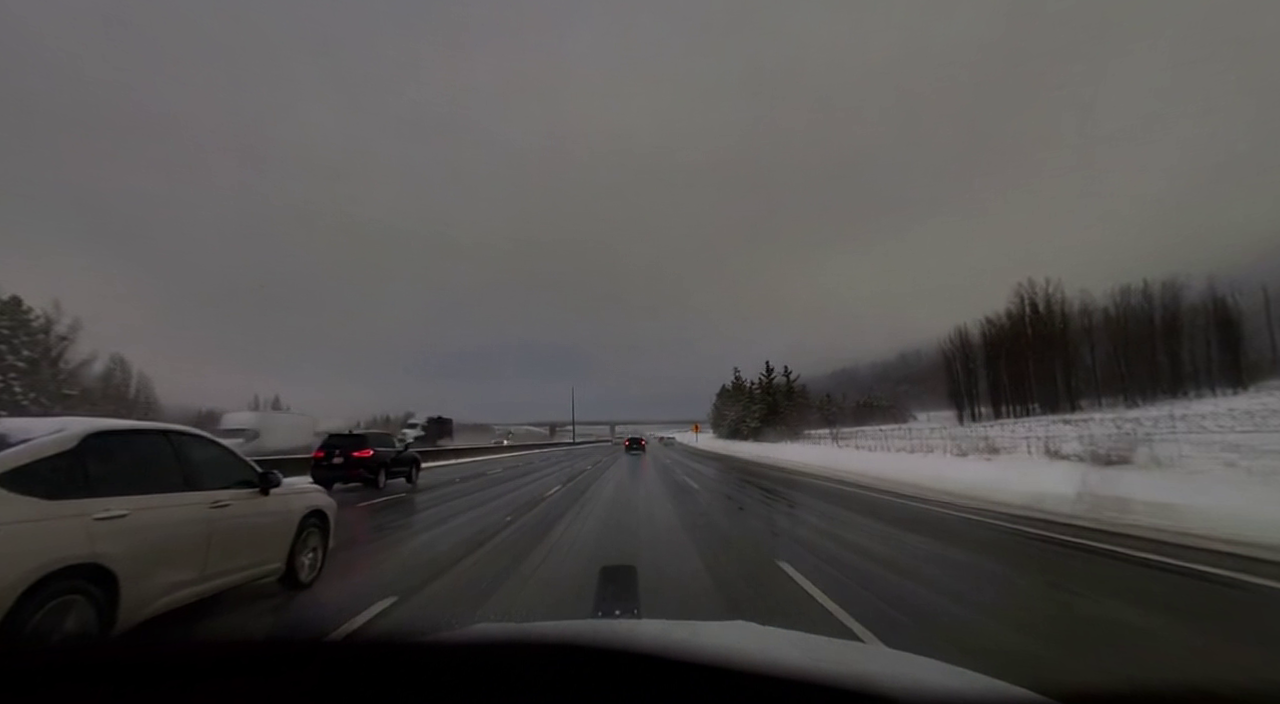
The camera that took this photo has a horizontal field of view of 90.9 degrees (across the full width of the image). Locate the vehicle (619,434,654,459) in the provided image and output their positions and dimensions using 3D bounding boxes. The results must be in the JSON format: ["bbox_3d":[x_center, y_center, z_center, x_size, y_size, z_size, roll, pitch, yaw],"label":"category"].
[{"bbox_3d":[-0.230,5.945,39.751,2.140,1.475,3.969,0,-8,0],"label":"vehicle"}]

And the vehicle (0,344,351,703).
[{"bbox_3d":[-3.839,0.971,3.824,2.070,1.703,4.452,0,-8,0],"label":"vehicle"}]
